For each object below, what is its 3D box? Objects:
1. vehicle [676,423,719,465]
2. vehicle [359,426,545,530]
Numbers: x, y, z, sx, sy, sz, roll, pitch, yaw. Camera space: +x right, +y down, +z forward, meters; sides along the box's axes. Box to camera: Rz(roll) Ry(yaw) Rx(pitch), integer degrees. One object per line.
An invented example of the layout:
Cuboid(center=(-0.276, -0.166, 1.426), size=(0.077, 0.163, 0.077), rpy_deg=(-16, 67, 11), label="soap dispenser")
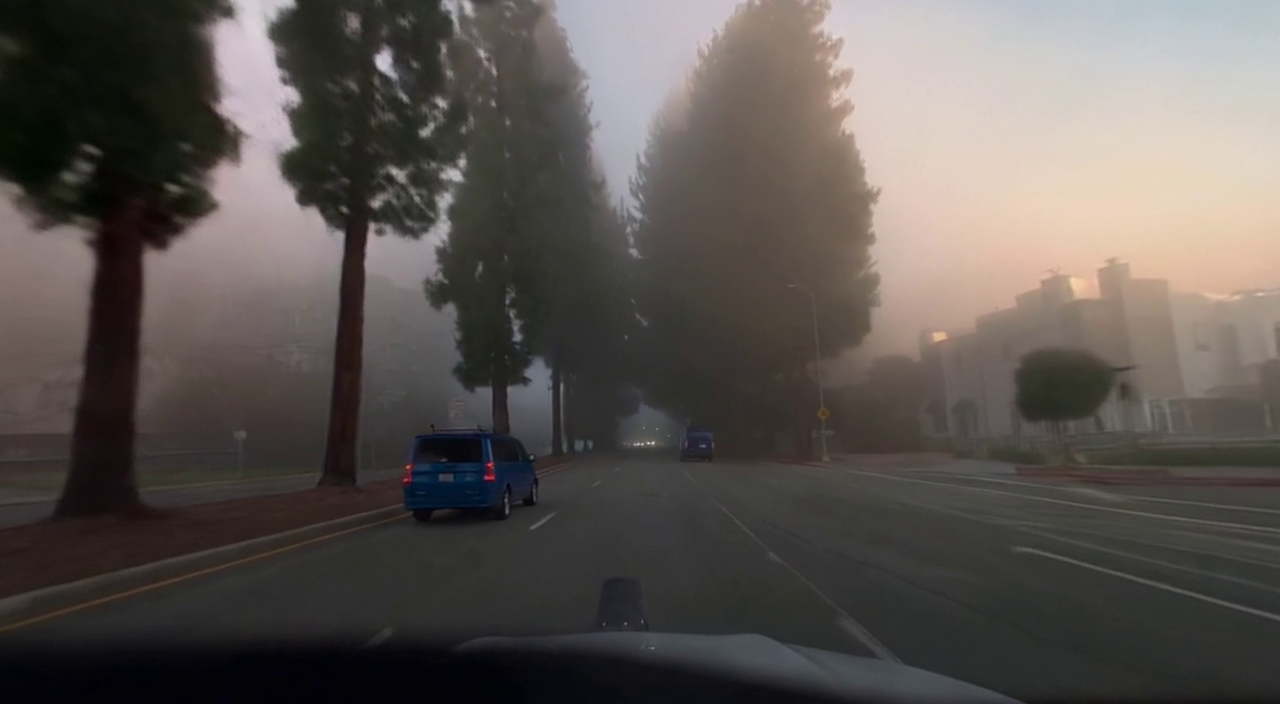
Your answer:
Cuboid(center=(3.851, 6.337, 43.184), size=(2.349, 2.671, 5.744), rpy_deg=(0, -9, 0), label="vehicle")
Cuboid(center=(-3.302, 2.332, 12.233), size=(2.129, 1.602, 4.532), rpy_deg=(0, -9, 1), label="vehicle")
